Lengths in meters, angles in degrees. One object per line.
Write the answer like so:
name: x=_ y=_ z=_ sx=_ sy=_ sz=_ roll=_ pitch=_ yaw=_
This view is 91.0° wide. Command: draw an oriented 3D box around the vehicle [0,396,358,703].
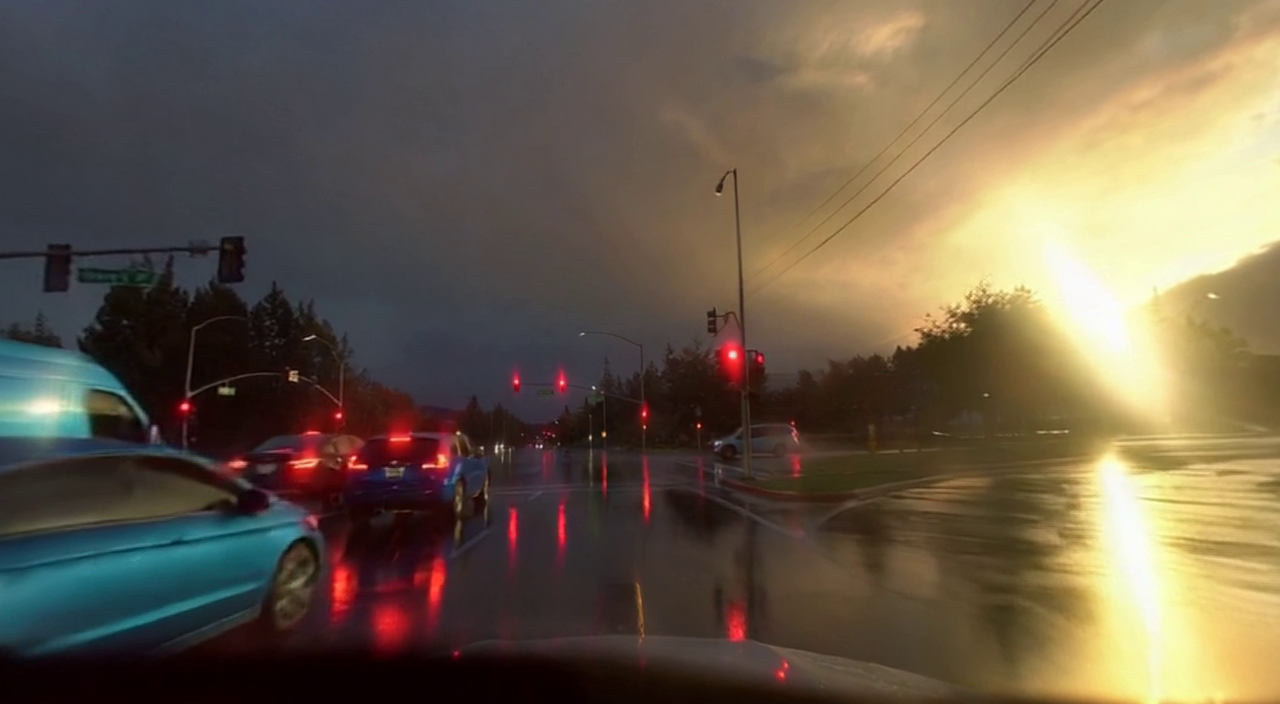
vehicle: x=-3.550 y=1.057 z=3.344 sx=2.019 sy=1.485 sz=4.565 roll=0 pitch=-9 yaw=-1

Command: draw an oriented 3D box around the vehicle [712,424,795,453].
vehicle: x=7.007 y=5.338 z=38.946 sx=4.884 sy=1.714 sz=2.021 roll=-1 pitch=-9 yaw=10

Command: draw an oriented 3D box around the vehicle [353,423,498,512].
vehicle: x=-4.282 y=2.366 z=13.266 sx=1.815 sy=1.569 sz=3.940 roll=1 pitch=-9 yaw=-3
